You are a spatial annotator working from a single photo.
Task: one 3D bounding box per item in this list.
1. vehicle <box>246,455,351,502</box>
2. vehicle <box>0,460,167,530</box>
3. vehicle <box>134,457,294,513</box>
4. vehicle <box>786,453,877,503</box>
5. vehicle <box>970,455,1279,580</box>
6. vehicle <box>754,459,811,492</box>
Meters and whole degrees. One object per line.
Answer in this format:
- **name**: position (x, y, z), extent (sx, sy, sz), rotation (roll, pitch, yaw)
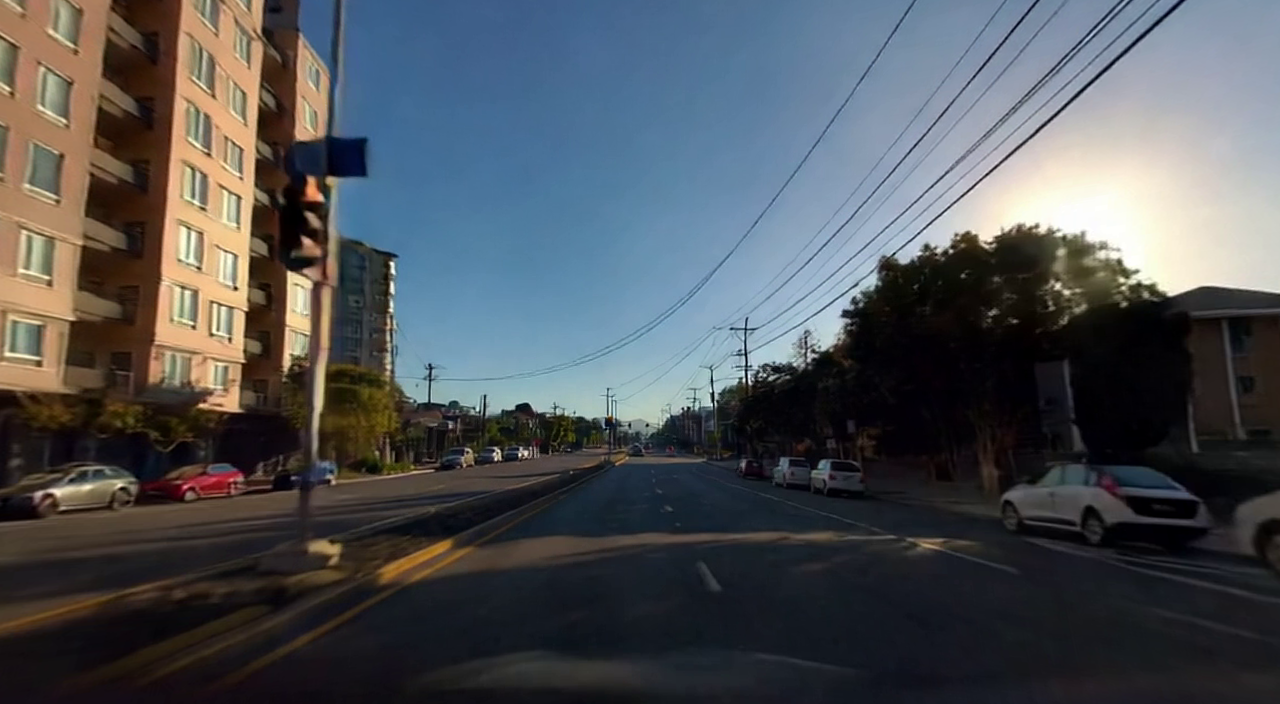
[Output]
- **vehicle**: position (-14.671, 5.430, 27.542), extent (2.107, 1.771, 4.871), rotation (0, -8, -4)
- **vehicle**: position (-14.662, 3.599, 16.392), extent (1.879, 1.507, 3.745), rotation (0, -8, -2)
- **vehicle**: position (-14.674, 4.557, 22.224), extent (2.124, 1.626, 4.908), rotation (0, -8, 1)
- **vehicle**: position (7.536, 4.982, 25.400), extent (2.143, 1.731, 4.781), rotation (0, -8, 0)
- **vehicle**: position (7.658, 2.482, 10.393), extent (1.941, 1.496, 4.656), rotation (0, -8, 0)
- **vehicle**: position (7.544, 6.586, 33.972), extent (1.997, 1.517, 4.755), rotation (0, -8, 0)
